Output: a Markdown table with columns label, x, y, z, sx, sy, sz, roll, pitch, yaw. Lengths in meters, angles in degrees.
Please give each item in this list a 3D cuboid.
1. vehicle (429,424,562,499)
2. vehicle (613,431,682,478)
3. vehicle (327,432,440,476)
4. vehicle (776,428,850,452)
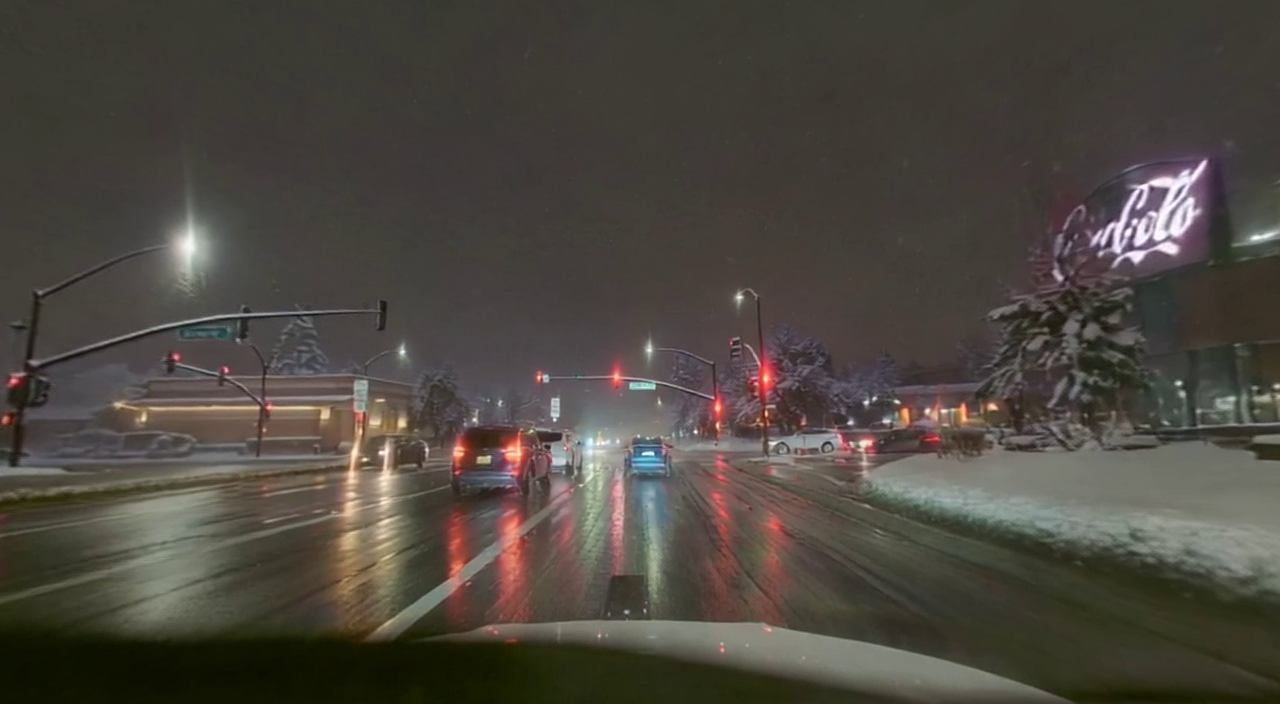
| label | x | y | z | sx | sy | sz | roll | pitch | yaw |
| --- | --- | --- | --- | --- | --- | --- | --- | --- | --- |
| vehicle | -3.255 | 2.584 | 15.213 | 2.029 | 1.517 | 4.375 | 0 | -8 | 2 |
| vehicle | 0.334 | 3.621 | 22.681 | 2.258 | 1.507 | 3.896 | -1 | -7 | 3 |
| vehicle | -9.469 | 3.818 | 23.745 | 2.096 | 1.474 | 4.585 | -1 | -8 | 3 |
| vehicle | 13.133 | 6.722 | 48.057 | 5.032 | 1.762 | 1.982 | 0 | -8 | 0 |
